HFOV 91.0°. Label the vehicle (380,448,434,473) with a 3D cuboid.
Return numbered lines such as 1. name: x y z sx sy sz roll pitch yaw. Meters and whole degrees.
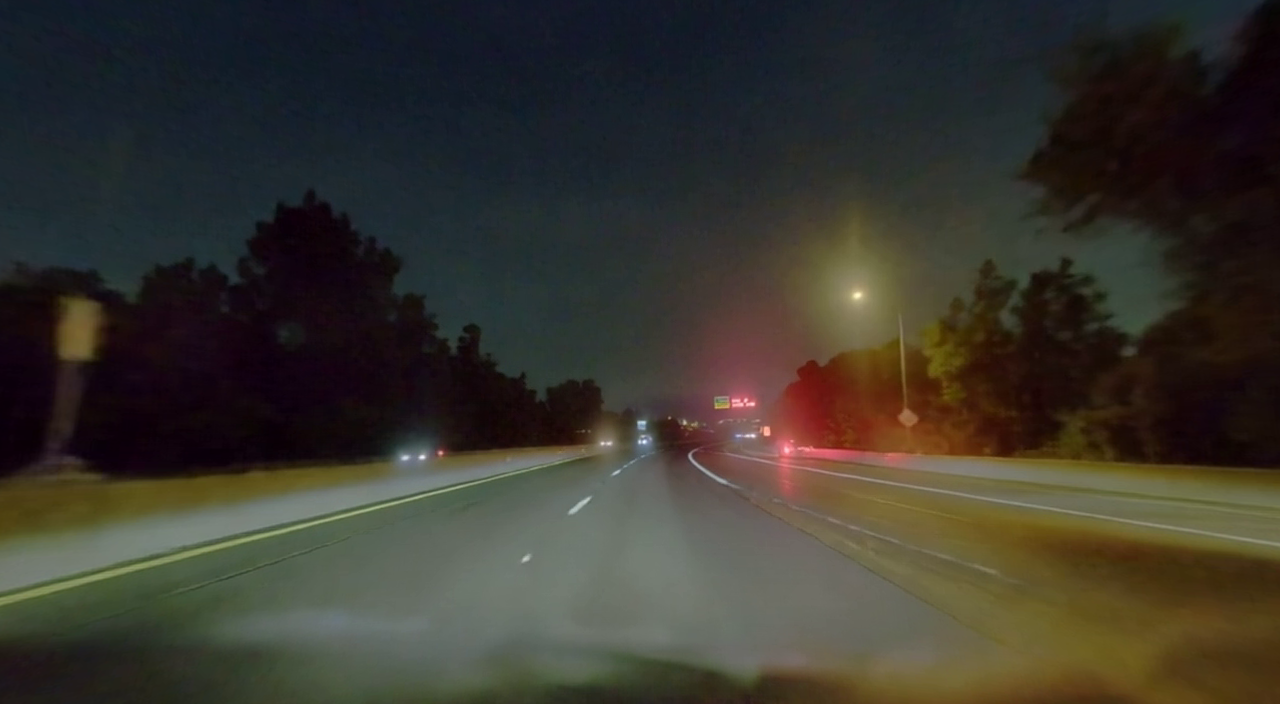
1. vehicle: -14.747 6.873 40.049 1.938 1.469 3.725 -1 -8 2
